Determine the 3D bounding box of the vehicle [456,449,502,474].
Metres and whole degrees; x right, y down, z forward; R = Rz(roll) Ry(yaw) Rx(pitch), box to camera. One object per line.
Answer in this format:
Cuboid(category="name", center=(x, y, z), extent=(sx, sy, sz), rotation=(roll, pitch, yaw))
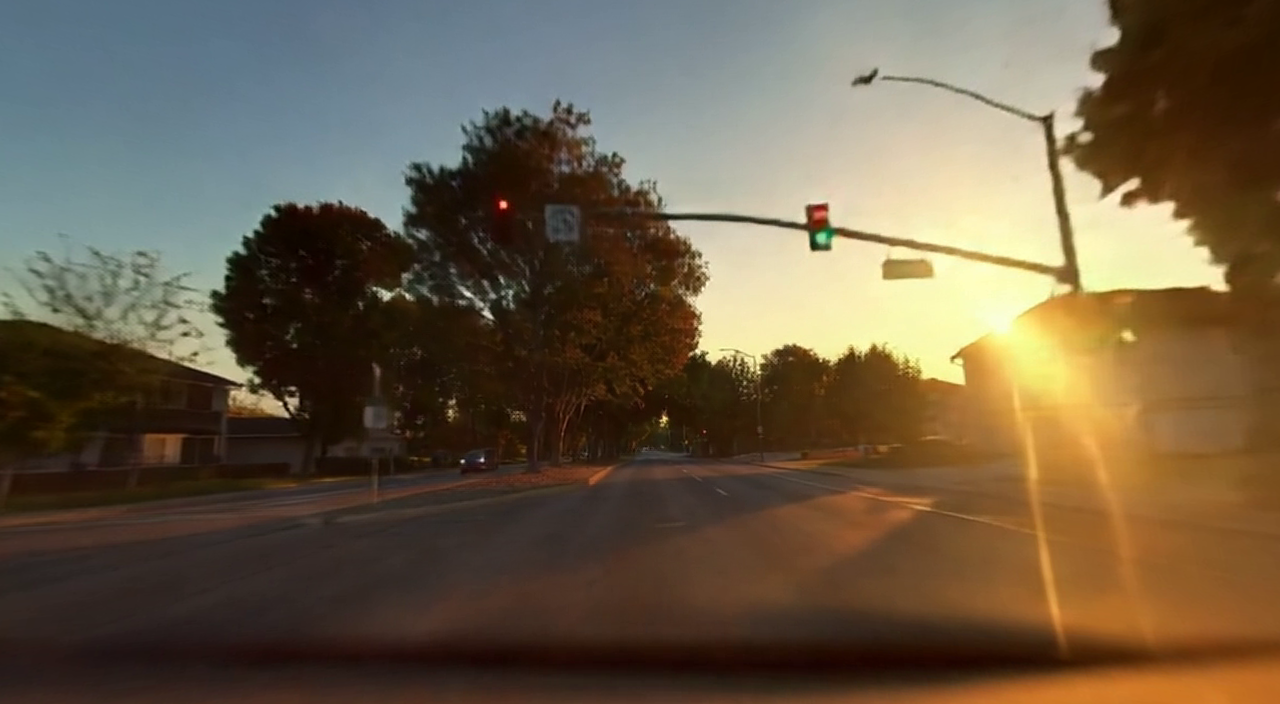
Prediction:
Cuboid(category="vehicle", center=(-11.880, 8.123, 46.966), extent=(2.010, 1.733, 4.868), rotation=(0, -9, 2))
